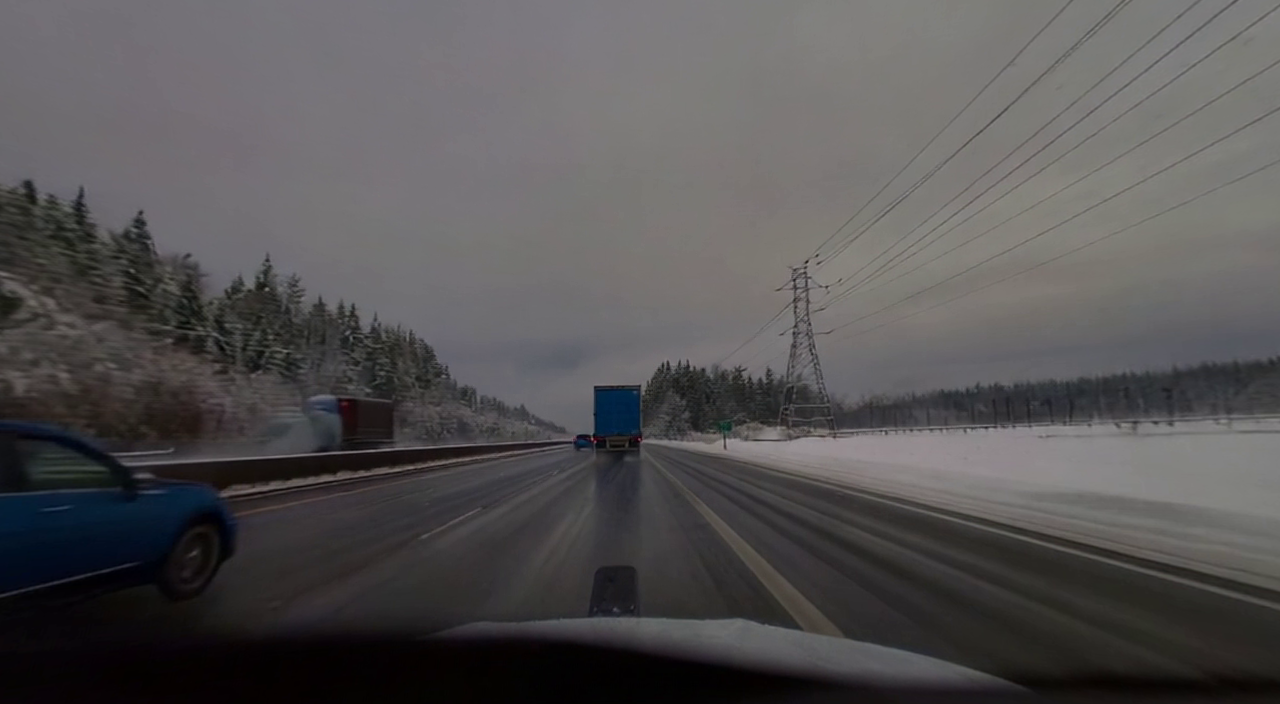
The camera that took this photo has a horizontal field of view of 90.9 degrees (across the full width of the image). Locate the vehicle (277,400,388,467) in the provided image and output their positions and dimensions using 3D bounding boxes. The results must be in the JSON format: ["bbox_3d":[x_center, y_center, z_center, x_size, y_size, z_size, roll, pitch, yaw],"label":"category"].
[{"bbox_3d":[-18.213,4.951,38.062,2.790,3.616,7.737,0,-8,0],"label":"vehicle"}]

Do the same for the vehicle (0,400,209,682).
[{"bbox_3d":[-4.476,0.970,2.942,1.941,1.532,4.277,0,-8,-1],"label":"vehicle"}]

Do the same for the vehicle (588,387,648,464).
[{"bbox_3d":[-1.204,4.319,36.573,2.955,3.851,9.915,0,-8,-1],"label":"vehicle"}]
